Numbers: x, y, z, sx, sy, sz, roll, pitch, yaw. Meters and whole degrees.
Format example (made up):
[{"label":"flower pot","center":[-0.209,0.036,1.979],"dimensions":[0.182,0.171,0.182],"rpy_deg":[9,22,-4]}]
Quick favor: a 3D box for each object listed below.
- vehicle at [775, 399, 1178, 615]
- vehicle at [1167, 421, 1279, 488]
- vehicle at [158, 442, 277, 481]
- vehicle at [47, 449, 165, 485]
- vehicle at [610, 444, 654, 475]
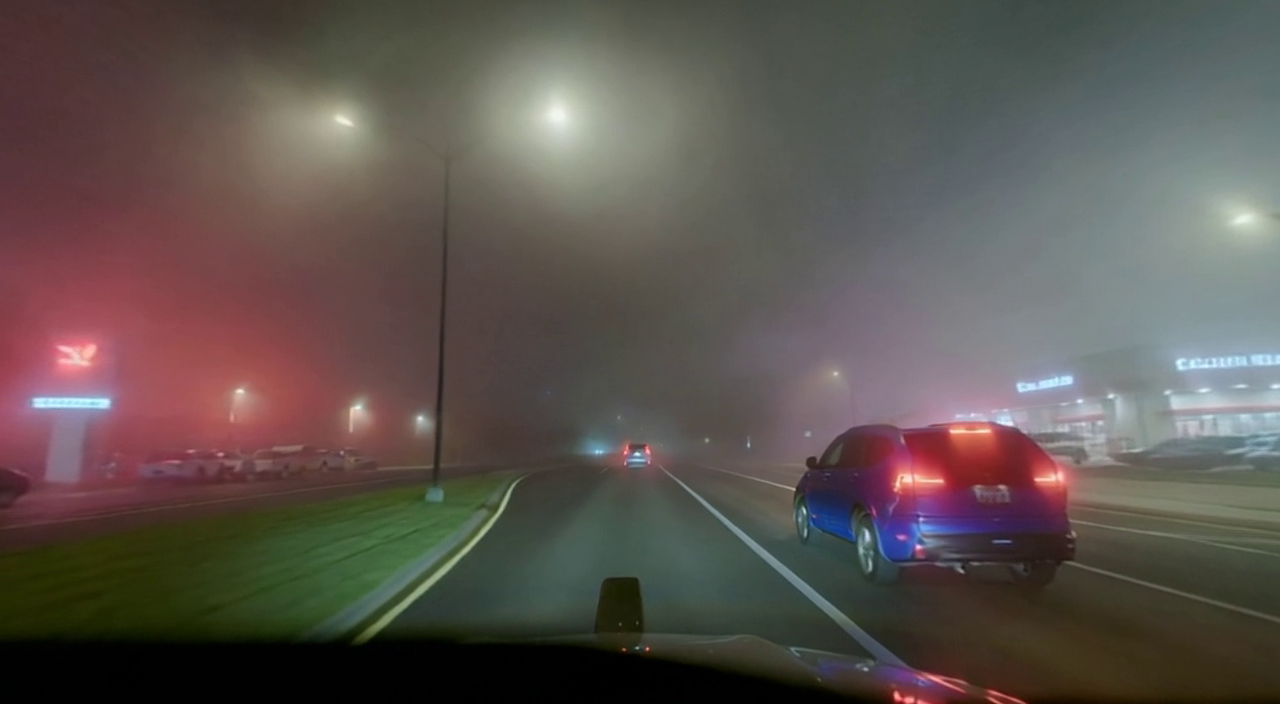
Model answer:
[{"label":"vehicle","center":[3.167,1.557,7.296],"dimensions":[2.110,1.698,4.397],"rpy_deg":[0,-9,-2]},{"label":"vehicle","center":[20.167,3.088,19.630],"dimensions":[5.434,1.879,2.270],"rpy_deg":[-3,-9,-1]},{"label":"vehicle","center":[-25.912,6.733,38.925],"dimensions":[5.776,1.932,2.226],"rpy_deg":[-4,-9,0]},{"label":"vehicle","center":[-28.757,6.177,34.331],"dimensions":[1.942,1.695,5.231],"rpy_deg":[1,-9,-2]},{"label":"vehicle","center":[-0.409,5.488,32.531],"dimensions":[2.126,1.475,3.967],"rpy_deg":[0,-9,-1]}]
